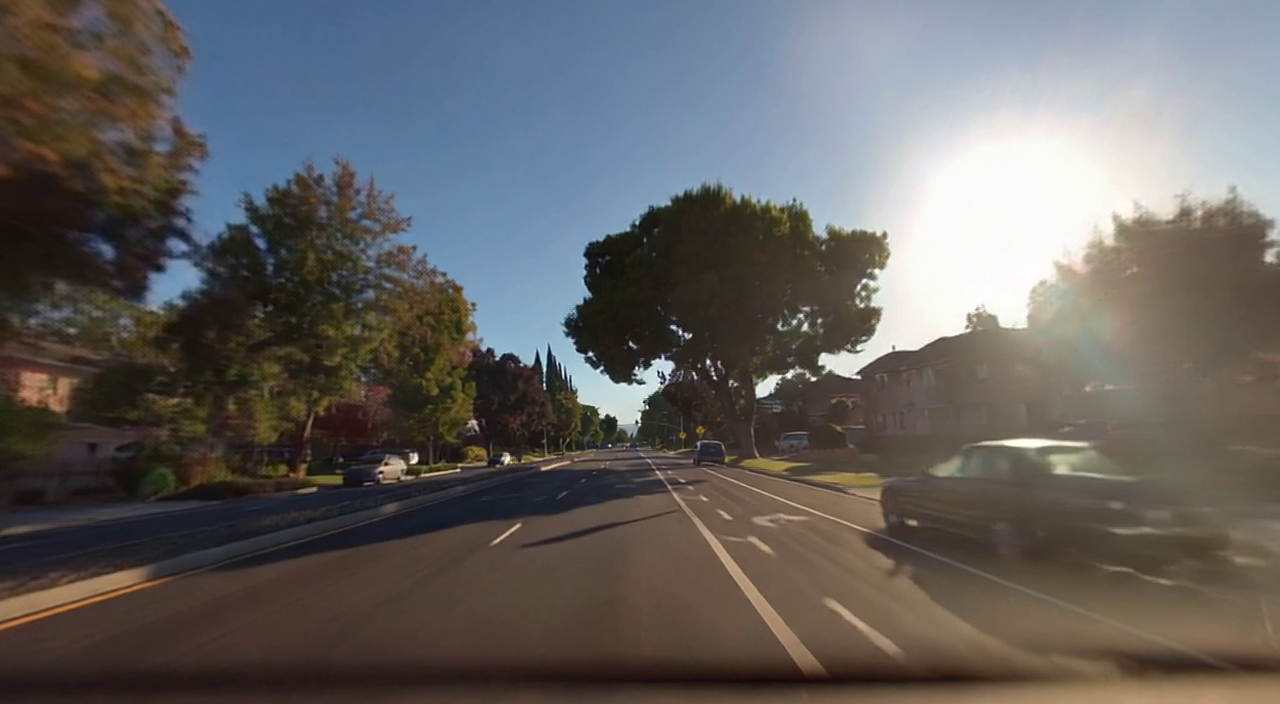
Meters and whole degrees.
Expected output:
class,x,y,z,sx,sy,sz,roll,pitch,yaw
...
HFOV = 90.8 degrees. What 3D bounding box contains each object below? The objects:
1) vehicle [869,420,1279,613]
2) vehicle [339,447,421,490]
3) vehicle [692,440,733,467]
class,x,y,z,sx,sy,sz,roll,pitch,yaw
vehicle,4.593,1.707,7.579,1.939,1.561,4.495,2,-8,-1
vehicle,-12.478,5.580,30.679,2.034,1.646,4.808,-4,-7,-2
vehicle,4.374,6.267,38.854,2.000,1.520,4.943,-1,-9,0
